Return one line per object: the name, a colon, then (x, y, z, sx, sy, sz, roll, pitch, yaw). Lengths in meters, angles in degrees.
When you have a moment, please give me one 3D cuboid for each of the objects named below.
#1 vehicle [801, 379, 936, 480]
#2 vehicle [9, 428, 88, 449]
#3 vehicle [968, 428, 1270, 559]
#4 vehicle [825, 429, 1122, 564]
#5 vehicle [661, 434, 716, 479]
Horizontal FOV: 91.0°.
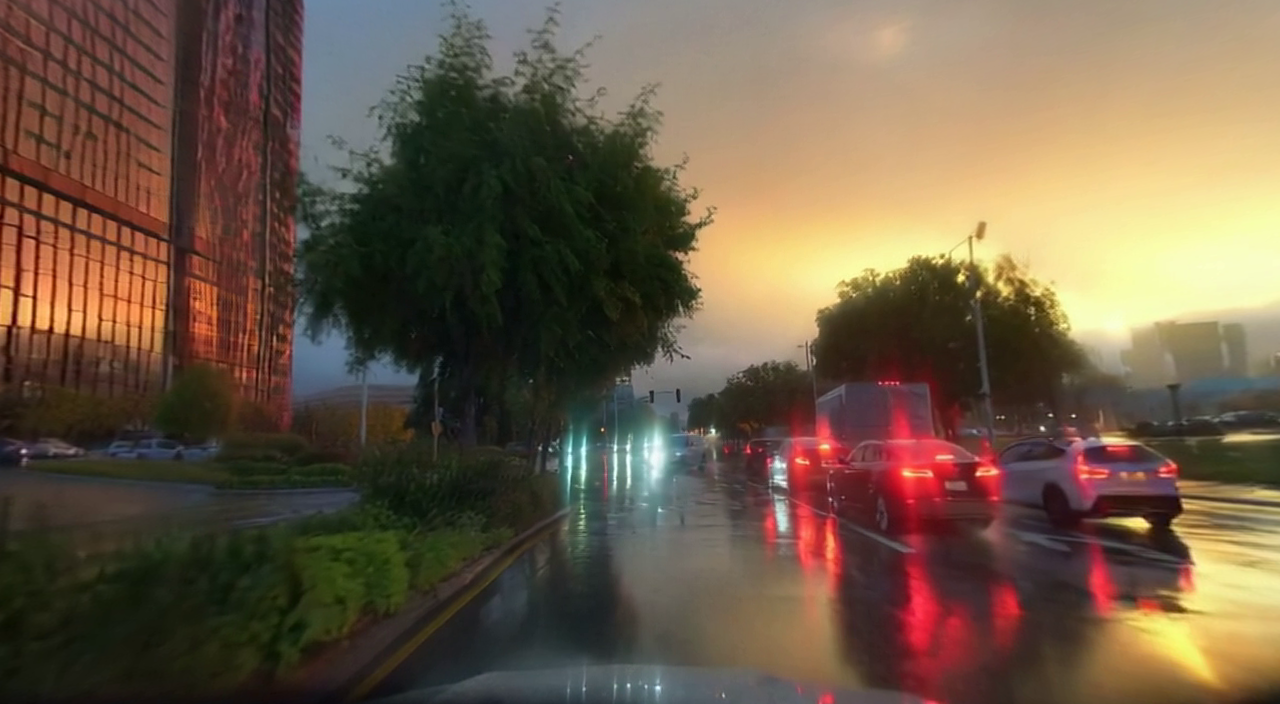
vehicle: (9.952, 3.807, 29.535, 3.128, 3.616, 13.736, -1, -9, 8)
vehicle: (-45.132, 6.627, 48.107, 4.011, 1.600, 1.776, 1, -9, -6)
vehicle: (7.093, 2.084, 9.997, 1.983, 1.628, 3.885, -1, -9, 6)
vehicle: (4.471, 1.974, 9.351, 2.183, 1.553, 3.923, 0, -9, -1)
vehicle: (2.134, 4.412, 26.802, 2.121, 1.728, 4.161, -1, -9, 7)
